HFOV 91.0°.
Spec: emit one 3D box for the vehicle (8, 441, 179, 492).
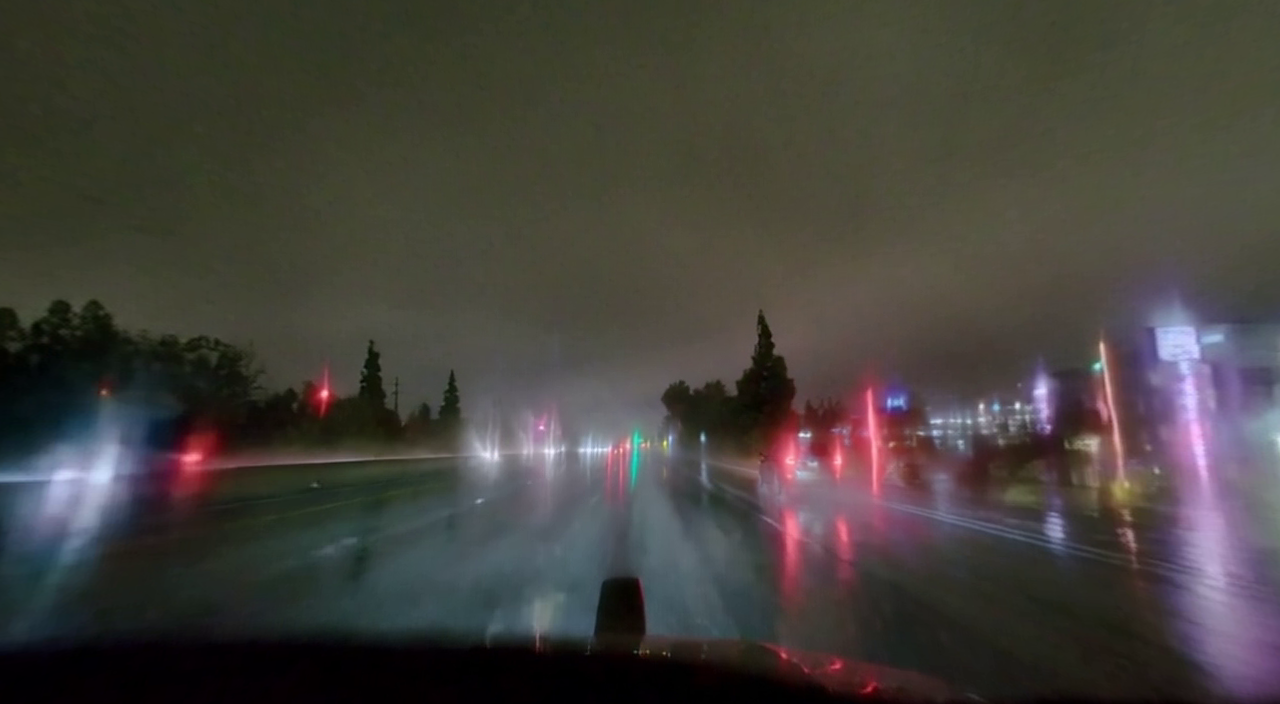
[{"bbox_3d":[-23.710,4.965,27.784,2.317,1.961,5.761,0,-9,0],"label":"vehicle"}]
